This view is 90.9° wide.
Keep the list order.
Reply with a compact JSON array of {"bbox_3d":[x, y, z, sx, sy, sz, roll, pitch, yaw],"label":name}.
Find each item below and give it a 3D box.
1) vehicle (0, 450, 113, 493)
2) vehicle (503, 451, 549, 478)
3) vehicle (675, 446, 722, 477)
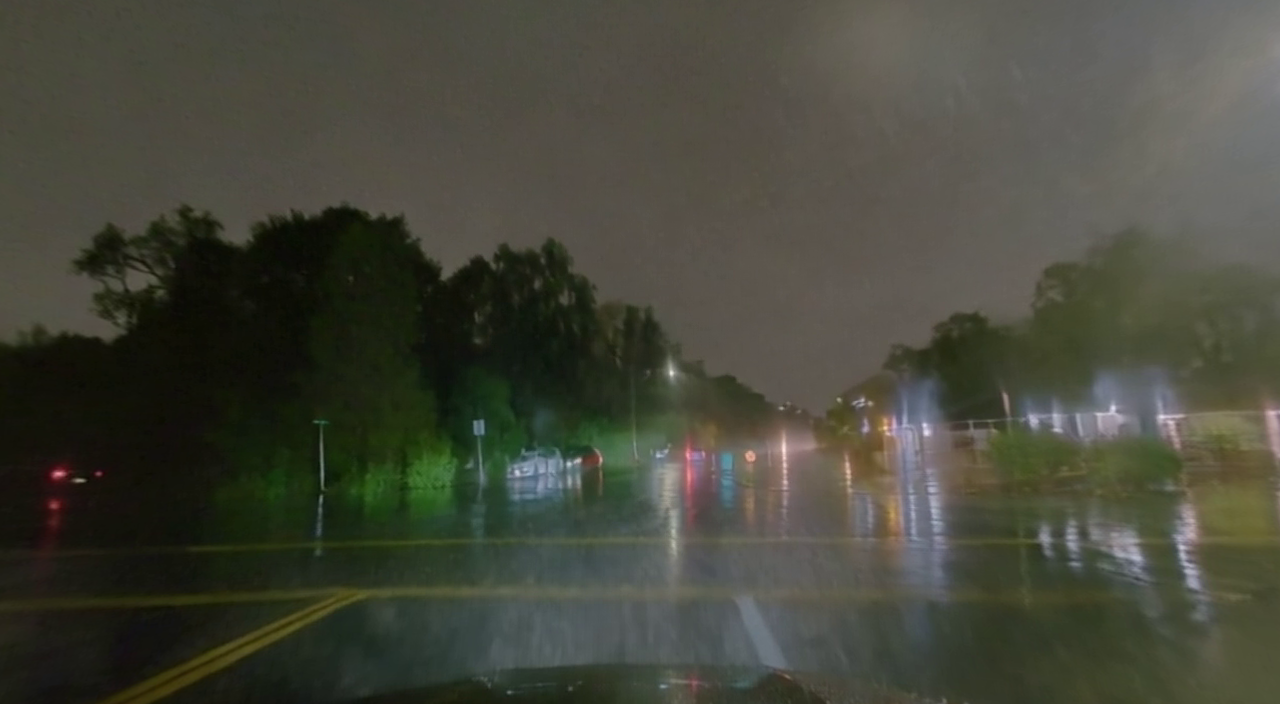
[{"bbox_3d":[-26.781,5.313,28.265,4.986,1.796,2.066,-2,-8,14],"label":"vehicle"},{"bbox_3d":[-6.882,6.833,38.523,2.102,1.507,4.049,0,-8,-1],"label":"vehicle"},{"bbox_3d":[2.952,5.661,32.885,2.051,1.461,4.100,0,-8,0],"label":"vehicle"}]
